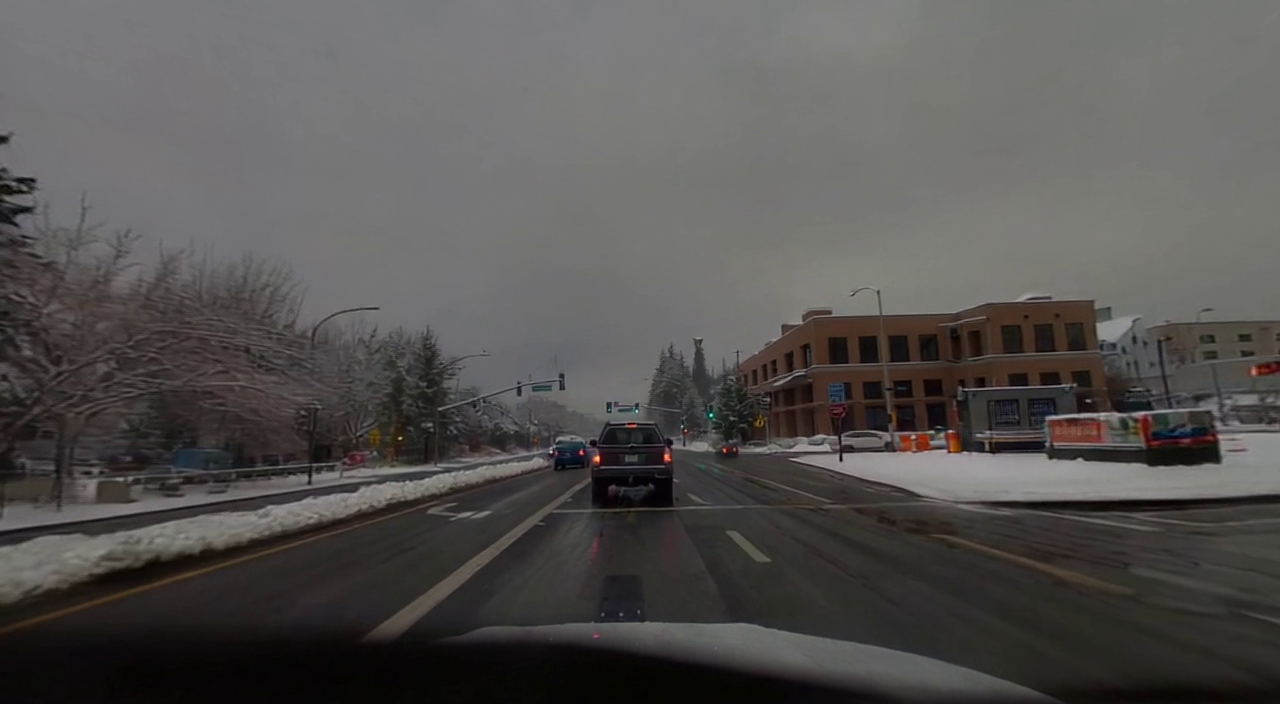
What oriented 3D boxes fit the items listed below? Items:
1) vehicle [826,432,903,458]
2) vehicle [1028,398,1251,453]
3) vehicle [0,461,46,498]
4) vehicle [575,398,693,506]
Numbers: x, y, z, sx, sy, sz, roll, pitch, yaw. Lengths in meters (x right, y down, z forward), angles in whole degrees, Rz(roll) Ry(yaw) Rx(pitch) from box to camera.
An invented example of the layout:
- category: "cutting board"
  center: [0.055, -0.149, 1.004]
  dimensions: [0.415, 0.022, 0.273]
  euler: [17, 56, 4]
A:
- category: "vehicle"
  center: [13.573, 5.596, 37.990]
  dimensions: [4.267, 1.503, 2.145]
  euler: [5, -10, -32]
- category: "vehicle"
  center: [14.821, 2.303, 19.106]
  dimensions: [4.986, 1.467, 2.025]
  euler: [-6, -10, 34]
- category: "vehicle"
  center: [-33.415, 6.732, 33.469]
  dimensions: [4.692, 1.720, 1.941]
  euler: [-7, -11, 40]
- category: "vehicle"
  center: [-0.264, 2.422, 15.514]
  dimensions: [2.350, 2.122, 5.801]
  euler: [0, -8, -3]
